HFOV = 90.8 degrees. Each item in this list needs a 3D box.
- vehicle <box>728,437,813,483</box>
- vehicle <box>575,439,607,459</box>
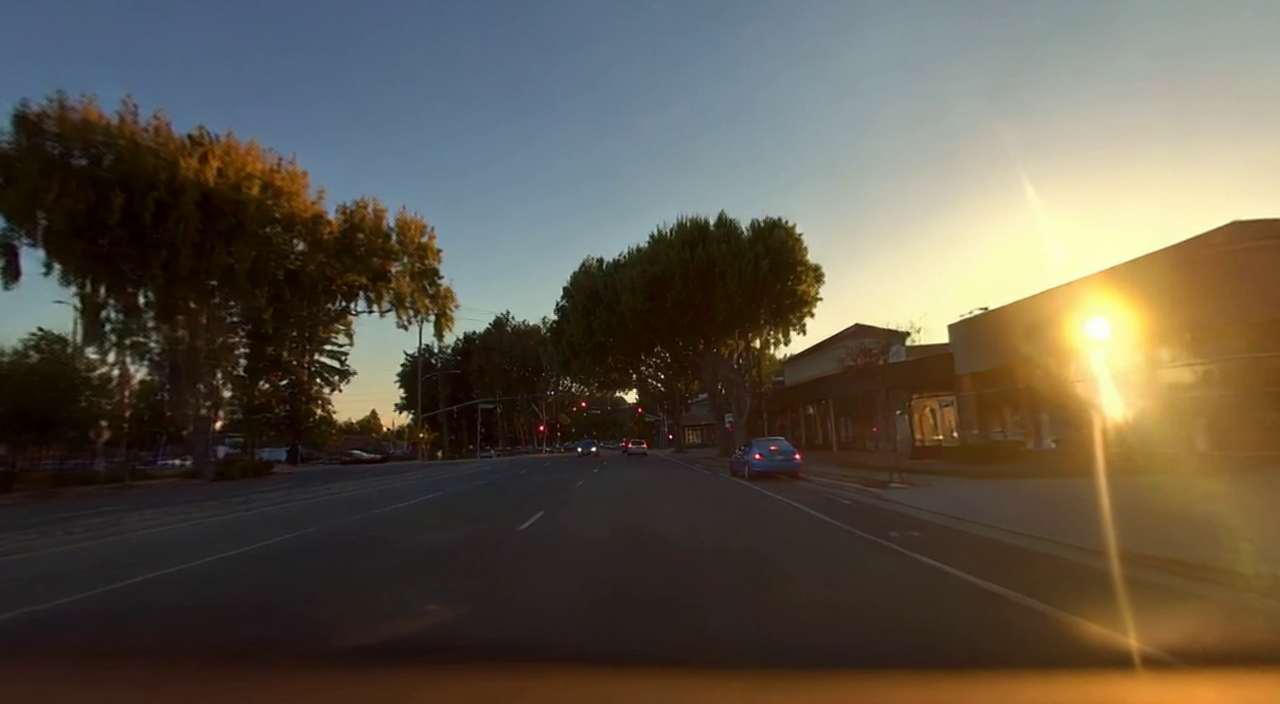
[{"bbox_3d":[4.471,3.771,22.365,1.942,1.469,4.049,0,-8,-3],"label":"vehicle"},{"bbox_3d":[-3.659,7.303,47.678,2.032,1.467,4.411,0,-8,0],"label":"vehicle"}]
